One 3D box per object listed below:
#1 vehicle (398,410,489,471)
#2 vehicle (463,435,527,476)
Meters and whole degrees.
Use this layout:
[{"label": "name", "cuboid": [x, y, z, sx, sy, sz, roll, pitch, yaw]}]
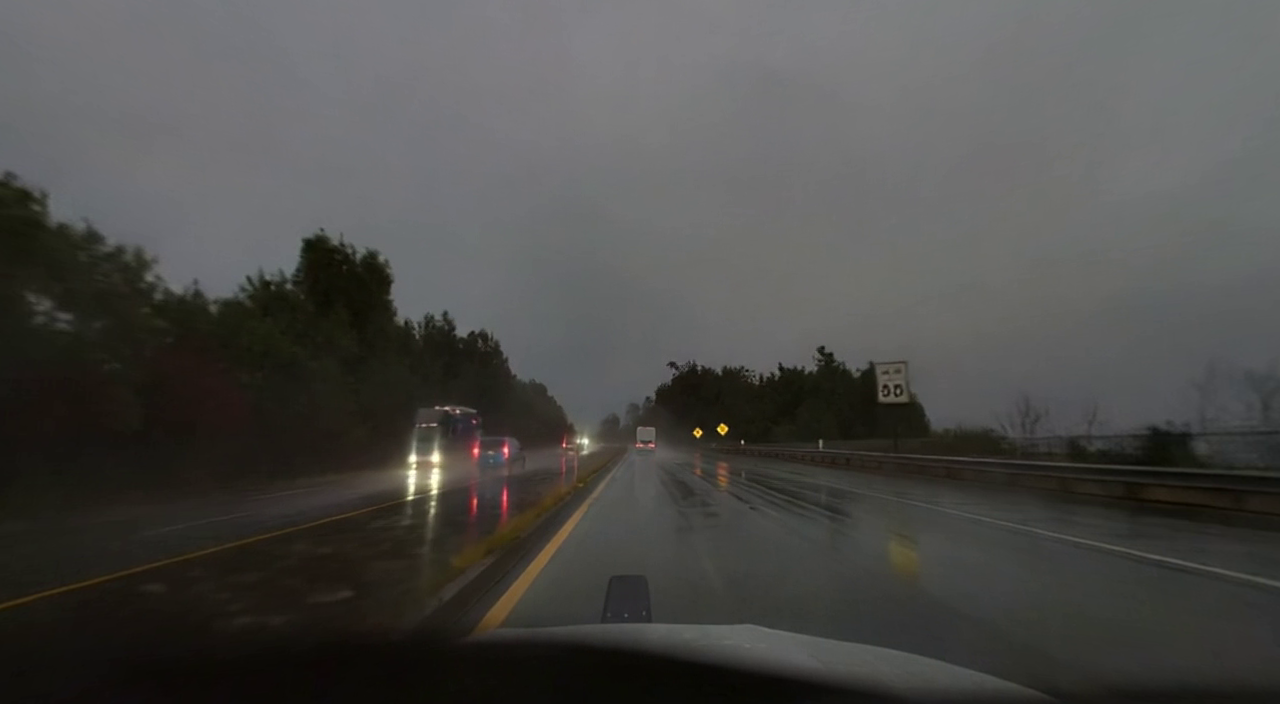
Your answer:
[{"label": "vehicle", "cuboid": [-14.777, 6.886, 48.829, 2.905, 4.091, 12.827, 0, -8, 0]}, {"label": "vehicle", "cuboid": [-7.066, 5.082, 31.164, 2.068, 1.897, 4.372, 0, -8, 1]}]
